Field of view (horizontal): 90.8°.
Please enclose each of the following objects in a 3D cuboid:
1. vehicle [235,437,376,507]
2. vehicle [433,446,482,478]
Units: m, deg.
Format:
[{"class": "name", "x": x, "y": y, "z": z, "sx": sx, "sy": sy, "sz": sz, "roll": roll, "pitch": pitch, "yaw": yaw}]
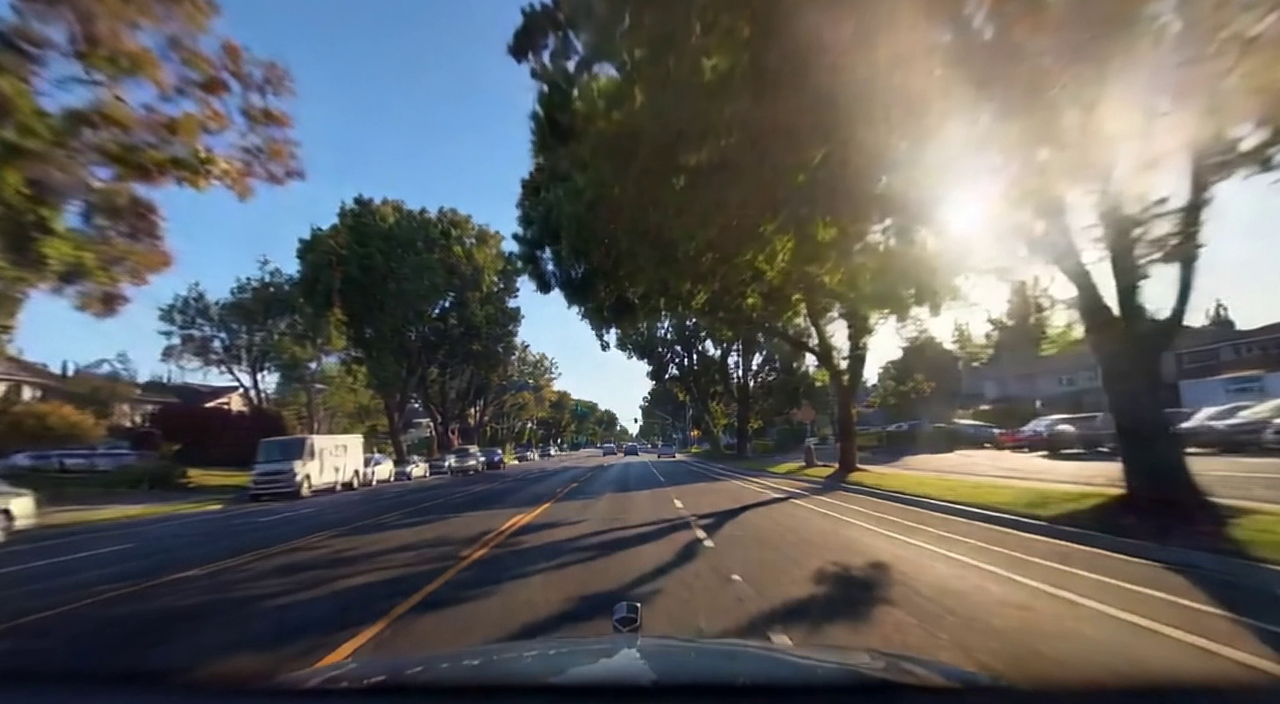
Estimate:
[{"class": "vehicle", "x": -12.334, "y": 4.439, "z": 23.905, "sx": 2.630, "sy": 2.286, "sz": 5.309, "roll": -1, "pitch": -9, "yaw": -3}, {"class": "vehicle", "x": -12.412, "y": 7.514, "z": 43.293, "sx": 2.107, "sy": 1.950, "sz": 4.529, "roll": -2, "pitch": -9, "yaw": 0}]
